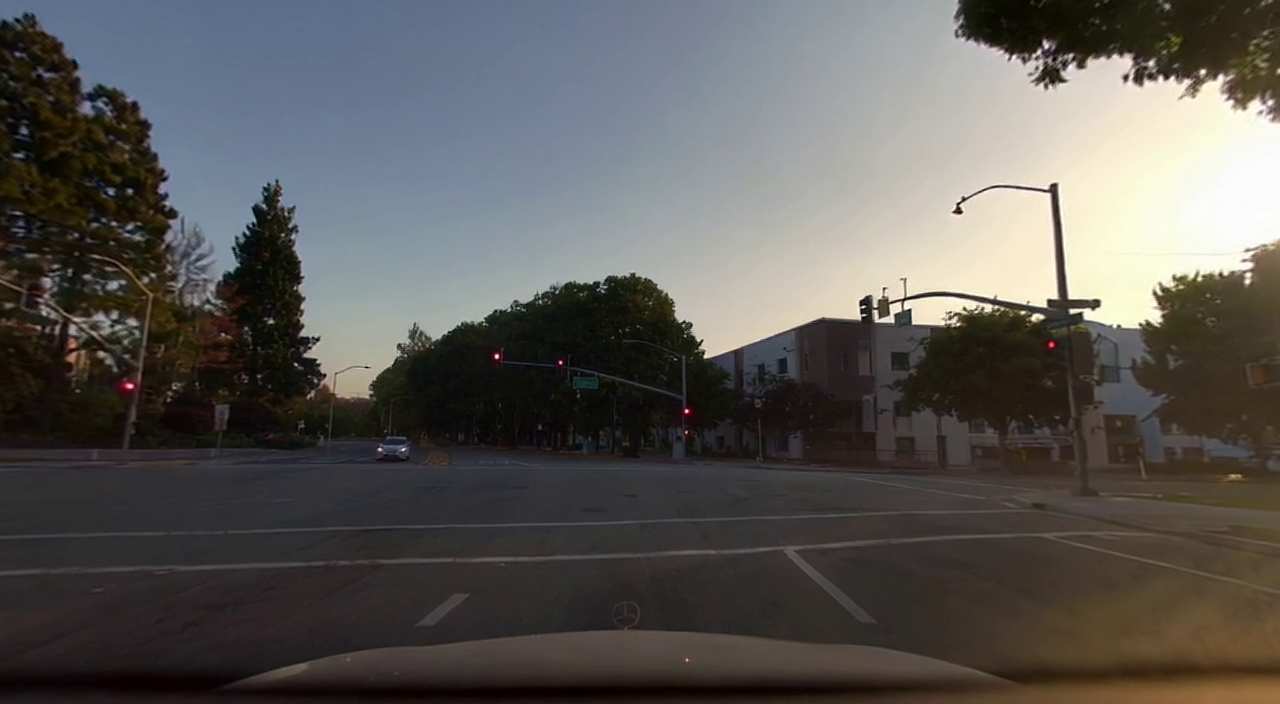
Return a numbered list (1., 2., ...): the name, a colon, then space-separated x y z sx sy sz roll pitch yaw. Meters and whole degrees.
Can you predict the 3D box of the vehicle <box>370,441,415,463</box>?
1. vehicle: -17.187 6.949 44.051 1.969 1.464 4.485 1 -9 -10
